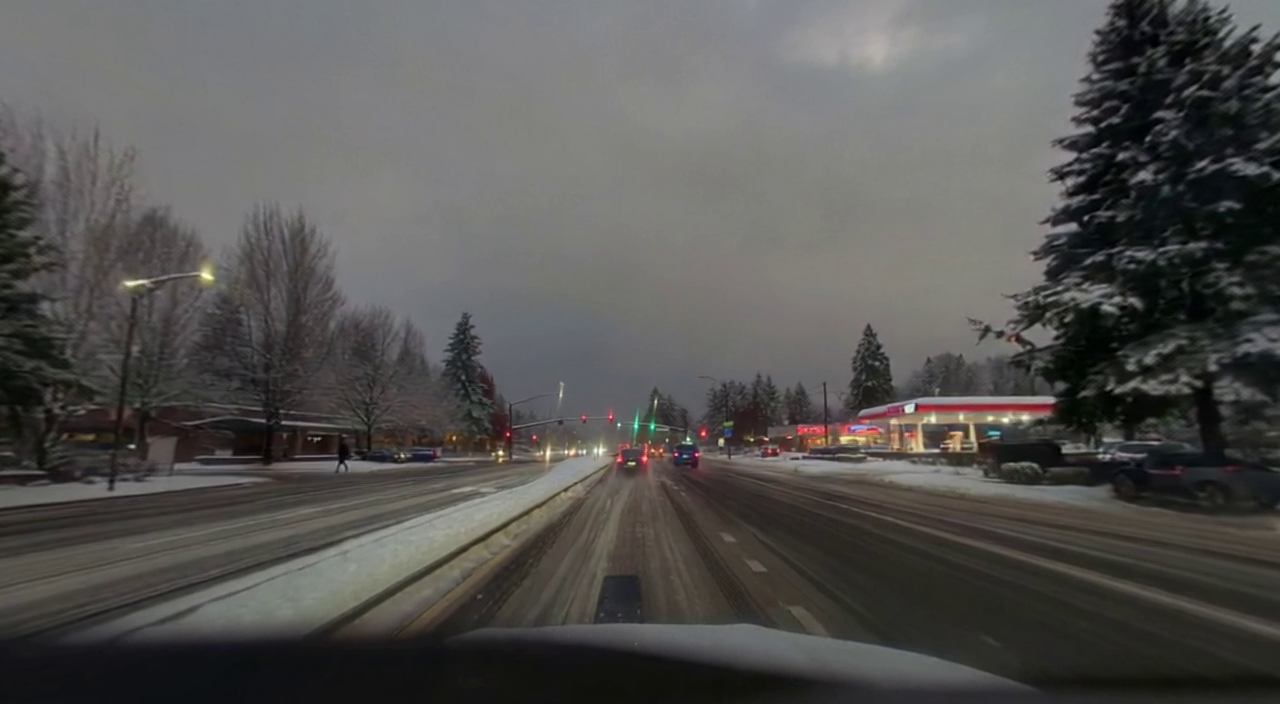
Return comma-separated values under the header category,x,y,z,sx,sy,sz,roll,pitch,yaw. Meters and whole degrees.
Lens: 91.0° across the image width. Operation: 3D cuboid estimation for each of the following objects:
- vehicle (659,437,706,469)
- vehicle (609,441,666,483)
category,x,y,z,sx,sy,sz,roll,pitch,yaw
vehicle,2.887,7.084,44.280,2.731,2.101,6.047,1,-9,-2
vehicle,-0.123,4.419,25.547,2.145,1.572,4.021,0,-9,-1
